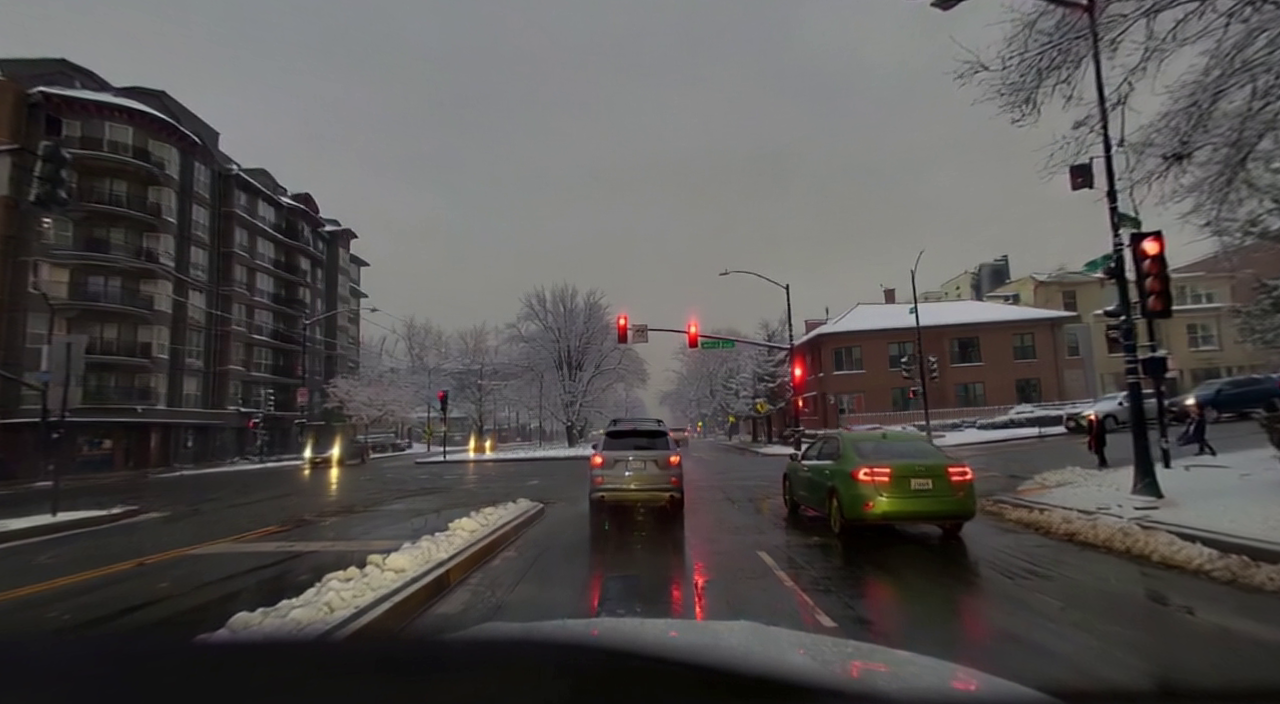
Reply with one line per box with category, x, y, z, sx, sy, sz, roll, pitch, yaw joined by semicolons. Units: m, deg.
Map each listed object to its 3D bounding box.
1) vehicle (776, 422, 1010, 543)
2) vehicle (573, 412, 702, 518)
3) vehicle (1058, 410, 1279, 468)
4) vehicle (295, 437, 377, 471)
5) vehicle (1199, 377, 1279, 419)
vehicle;3.739;2.014;10.423;1.987;1.538;4.510;0;-8;0
vehicle;-0.009;2.215;12.785;2.168;1.776;4.135;0;-8;1
vehicle;14.281;2.373;17.227;4.354;1.466;1.863;0;-8;1
vehicle;-16.622;5.594;34.843;2.132;1.710;4.504;-1;-8;3
vehicle;26.749;1.956;26.773;4.287;1.639;1.729;0;-8;2
